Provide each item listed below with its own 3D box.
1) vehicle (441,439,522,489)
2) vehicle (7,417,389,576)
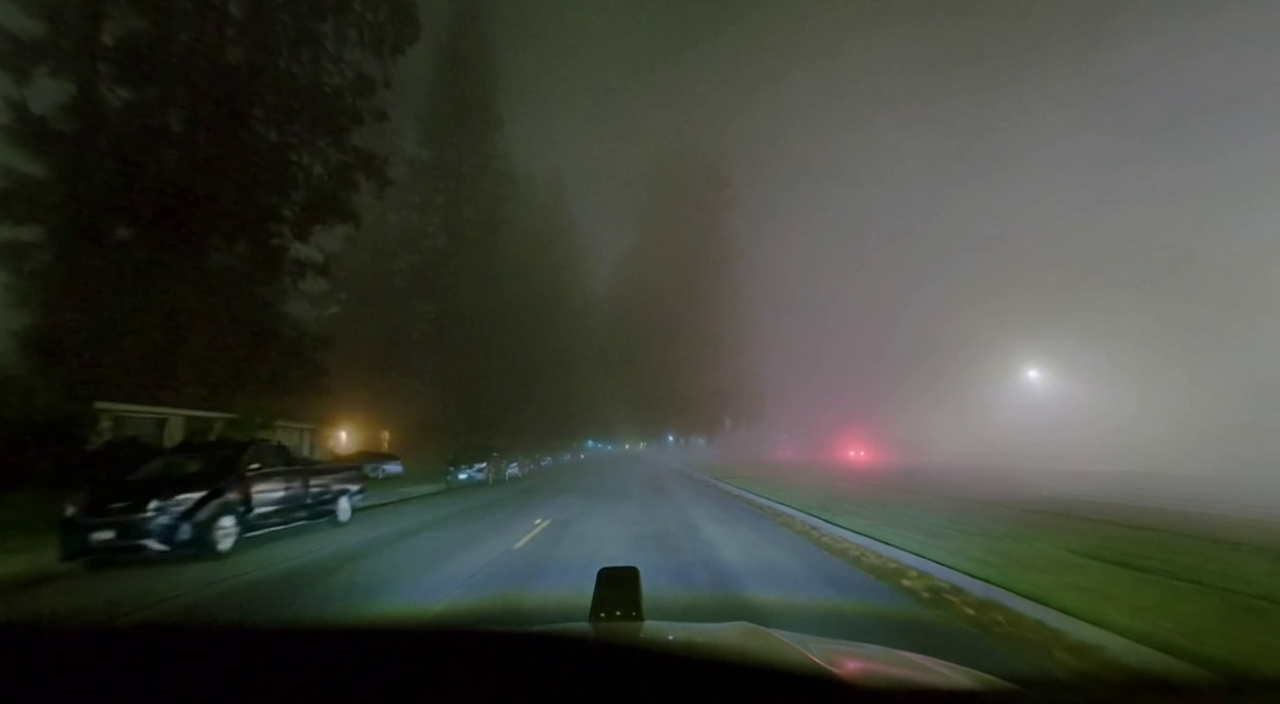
[{"bbox_3d":[-6.583,4.697,26.830,2.020,1.842,5.116,1,-8,1],"label":"vehicle"},{"bbox_3d":[-6.504,2.159,10.502,2.350,1.892,5.542,1,-8,0],"label":"vehicle"}]
